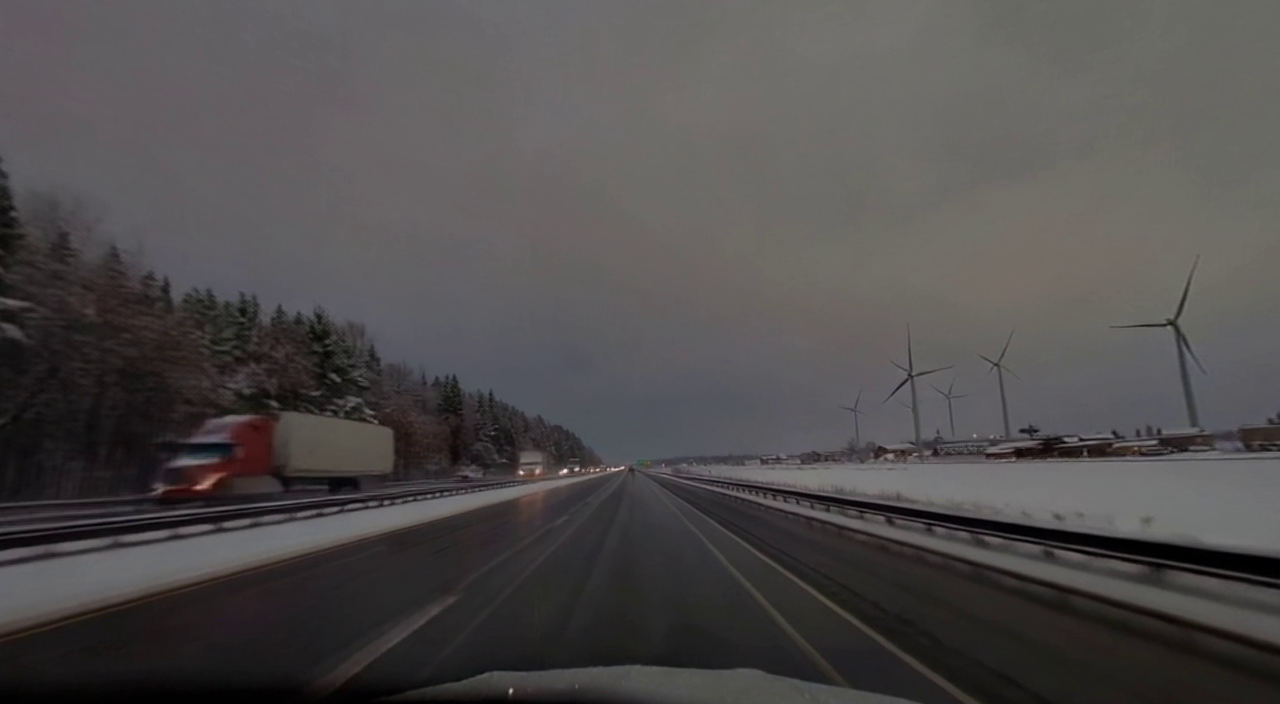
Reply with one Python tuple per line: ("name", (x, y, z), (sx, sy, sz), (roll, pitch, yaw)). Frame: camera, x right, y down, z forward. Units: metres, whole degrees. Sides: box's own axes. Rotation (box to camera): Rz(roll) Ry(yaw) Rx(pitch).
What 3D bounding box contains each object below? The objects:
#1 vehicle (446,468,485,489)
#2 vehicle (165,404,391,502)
("vehicle", (-12.672, 9.197, 45.926), (1.700, 1.451, 4.000), (1, -10, -1))
("vehicle", (-17.199, 5.332, 32.272), (2.872, 3.799, 14.761), (1, -11, 0))
